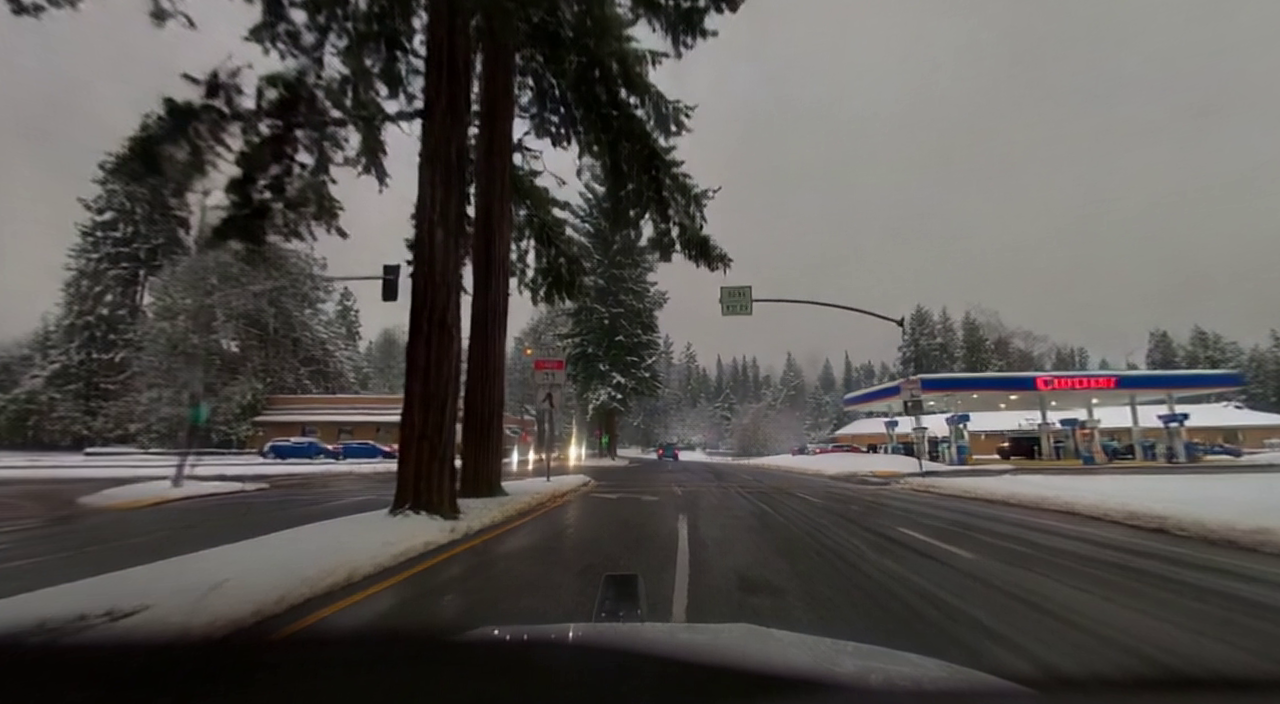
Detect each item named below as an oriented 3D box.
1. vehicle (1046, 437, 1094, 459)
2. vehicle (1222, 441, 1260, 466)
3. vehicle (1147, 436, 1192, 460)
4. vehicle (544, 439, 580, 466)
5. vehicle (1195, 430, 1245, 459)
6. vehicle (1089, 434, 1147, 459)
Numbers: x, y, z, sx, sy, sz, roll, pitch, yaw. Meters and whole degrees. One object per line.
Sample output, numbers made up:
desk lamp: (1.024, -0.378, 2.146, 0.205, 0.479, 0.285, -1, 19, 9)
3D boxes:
vehicle: (30.427, 6.796, 44.663, 4.406, 1.480, 1.815, 8, -12, -44)
vehicle: (45.950, 7.744, 48.363, 1.794, 1.560, 4.452, -3, -6, 40)
vehicle: (34.050, 6.172, 40.572, 1.771, 1.422, 3.931, -9, -12, 44)
vehicle: (-5.404, 7.048, 44.363, 1.987, 1.747, 4.545, 0, -9, 0)
vehicle: (36.161, 5.787, 39.346, 3.928, 1.684, 1.912, 8, -12, -44)
vehicle: (32.237, 6.380, 42.564, 4.355, 1.561, 2.103, 7, -11, -40)
